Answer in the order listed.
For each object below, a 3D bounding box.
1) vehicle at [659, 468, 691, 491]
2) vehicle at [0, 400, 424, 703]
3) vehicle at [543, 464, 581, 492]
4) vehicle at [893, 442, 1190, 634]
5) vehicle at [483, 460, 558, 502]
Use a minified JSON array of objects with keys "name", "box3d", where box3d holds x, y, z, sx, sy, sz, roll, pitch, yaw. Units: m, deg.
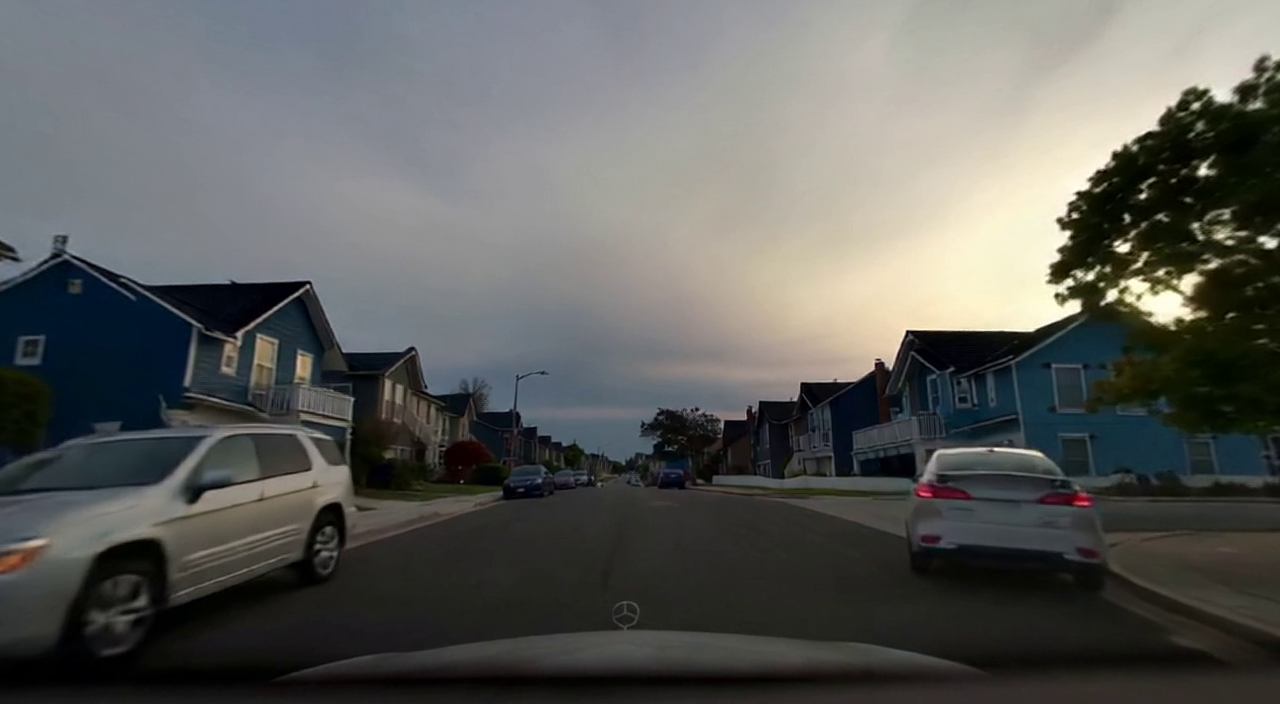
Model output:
[{"name":"vehicle","box3d":[2.542,9.378,46.572,1.888,1.484,4.476,0,-9,-2]},{"name":"vehicle","box3d":[-4.198,1.417,6.132,2.131,1.851,5.650,0,-4,1]},{"name":"vehicle","box3d":[-4.874,7.963,39.995,2.020,1.470,5.300,0,-9,-3]},{"name":"vehicle","box3d":[4.543,1.902,7.719,2.139,1.533,4.676,-5,-10,27]},{"name":"vehicle","box3d":[-4.663,5.105,25.322,2.080,1.471,4.638,1,-10,0]}]
